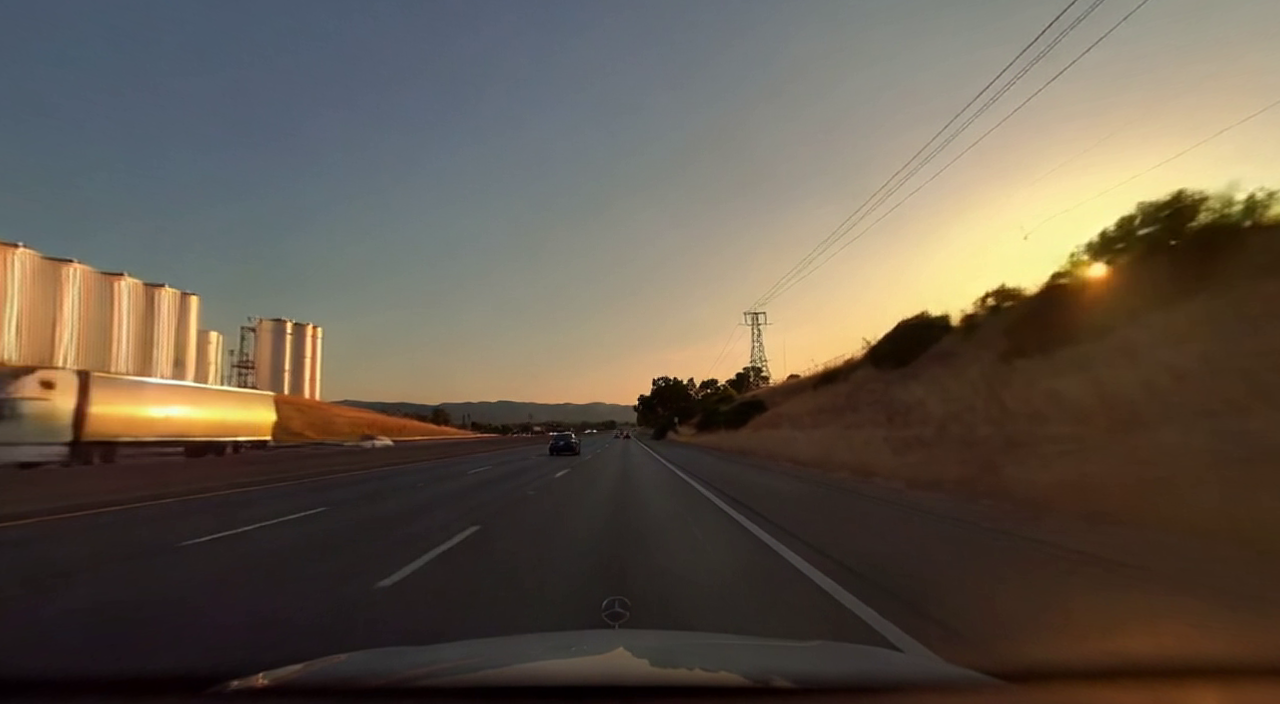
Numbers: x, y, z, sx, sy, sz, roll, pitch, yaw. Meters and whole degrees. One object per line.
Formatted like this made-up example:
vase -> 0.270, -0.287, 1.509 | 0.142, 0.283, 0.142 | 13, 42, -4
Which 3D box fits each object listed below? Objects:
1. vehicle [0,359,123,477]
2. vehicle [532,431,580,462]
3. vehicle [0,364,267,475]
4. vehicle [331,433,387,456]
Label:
vehicle -> -23.441, 2.537, 23.592 | 2.974, 4.004, 5.936 | 0, -8, -1
vehicle -> -4.166, 4.767, 31.944 | 1.952, 1.462, 3.969 | 0, -8, -1
vehicle -> -23.563, 3.392, 30.278 | 2.877, 4.090, 14.040 | 0, -8, -1
vehicle -> -19.357, 6.387, 43.612 | 1.854, 1.492, 4.445 | 0, -8, -1
